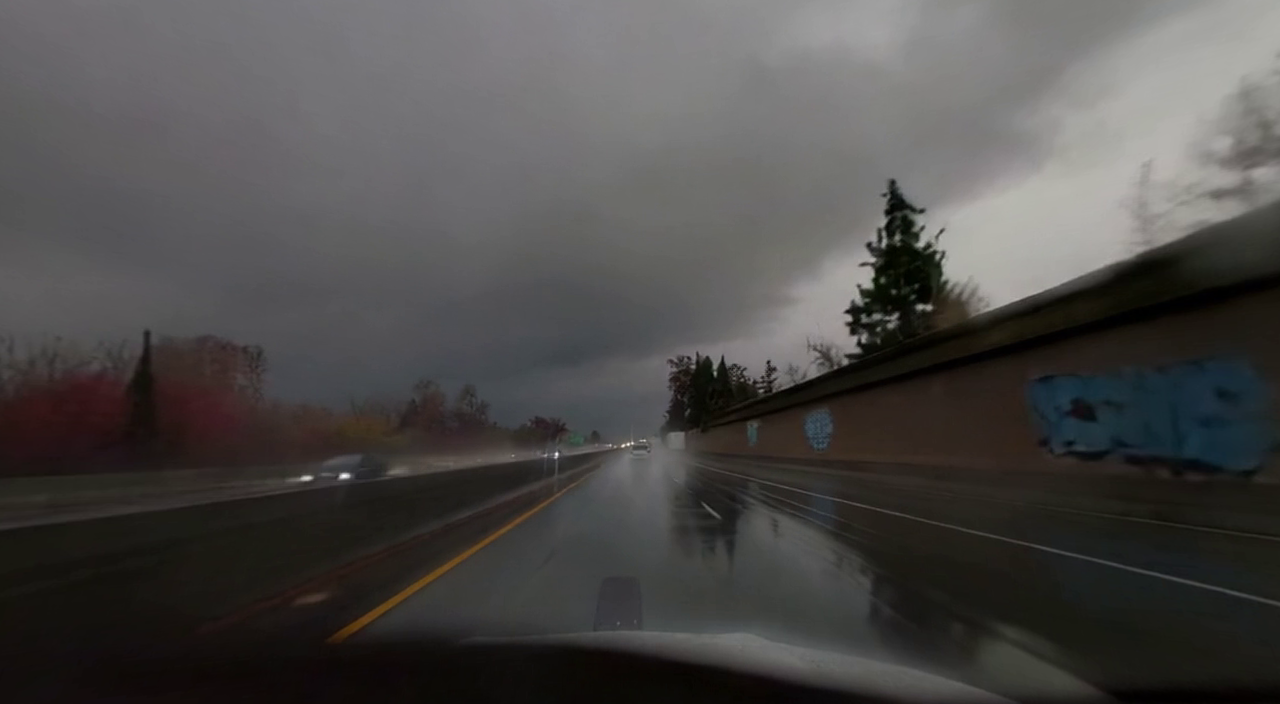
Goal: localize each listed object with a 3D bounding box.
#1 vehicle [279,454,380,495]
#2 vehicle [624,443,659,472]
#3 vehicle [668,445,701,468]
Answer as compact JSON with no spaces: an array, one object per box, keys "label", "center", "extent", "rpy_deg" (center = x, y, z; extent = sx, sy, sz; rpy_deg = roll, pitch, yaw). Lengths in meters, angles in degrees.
[{"label":"vehicle","center":[-13.141,5.168,26.892],"extent":[1.928,1.508,4.672],"rpy_deg":[-1,-9,0]},{"label":"vehicle","center":[0.076,6.606,39.290],"extent":[2.095,1.671,4.219],"rpy_deg":[0,-9,-1]},{"label":"vehicle","center":[3.450,8.151,49.024],"extent":[2.303,1.614,4.154],"rpy_deg":[-1,-9,0]}]
